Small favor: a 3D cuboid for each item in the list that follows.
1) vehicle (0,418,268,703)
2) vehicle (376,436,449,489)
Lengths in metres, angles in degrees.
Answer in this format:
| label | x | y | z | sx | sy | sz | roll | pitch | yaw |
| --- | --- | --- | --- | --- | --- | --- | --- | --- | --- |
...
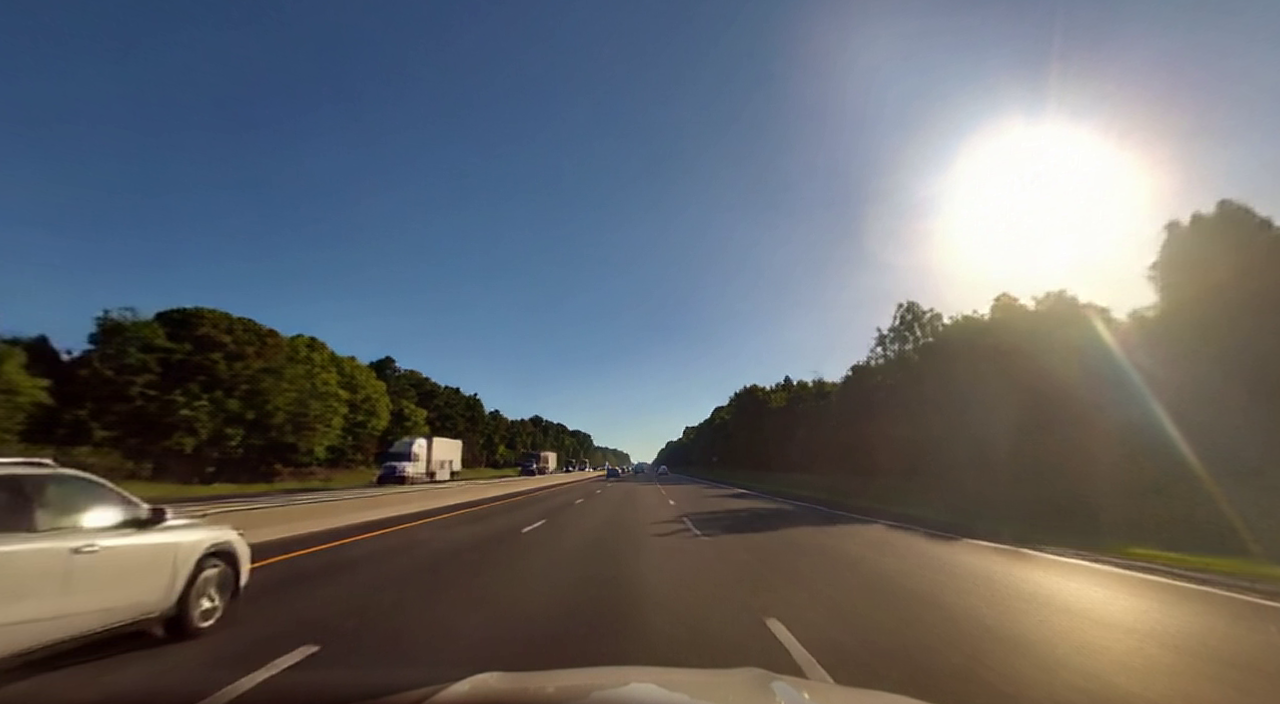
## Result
| label | x | y | z | sx | sy | sz | roll | pitch | yaw |
| --- | --- | --- | --- | --- | --- | --- | --- | --- | --- |
| vehicle | -3.942 | 0.994 | 2.598 | 2.043 | 1.486 | 4.442 | 1 | -10 | 0 |
| vehicle | -17.291 | 8.485 | 48.379 | 3.012 | 3.730 | 6.328 | 0 | -10 | 0 |
